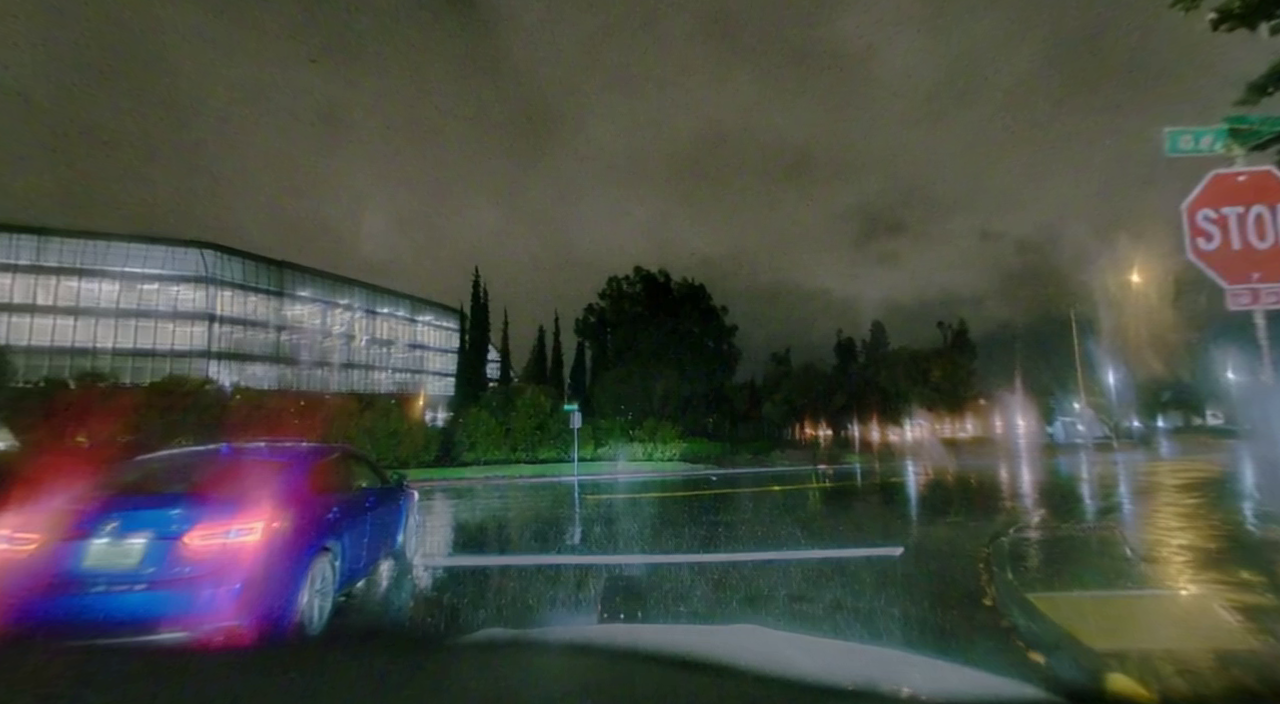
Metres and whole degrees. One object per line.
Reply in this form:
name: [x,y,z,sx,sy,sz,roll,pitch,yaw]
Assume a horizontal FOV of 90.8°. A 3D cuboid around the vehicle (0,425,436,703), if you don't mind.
vehicle: [-3.145,1.384,5.080,2.069,1.413,5.006,1,-9,-9]
